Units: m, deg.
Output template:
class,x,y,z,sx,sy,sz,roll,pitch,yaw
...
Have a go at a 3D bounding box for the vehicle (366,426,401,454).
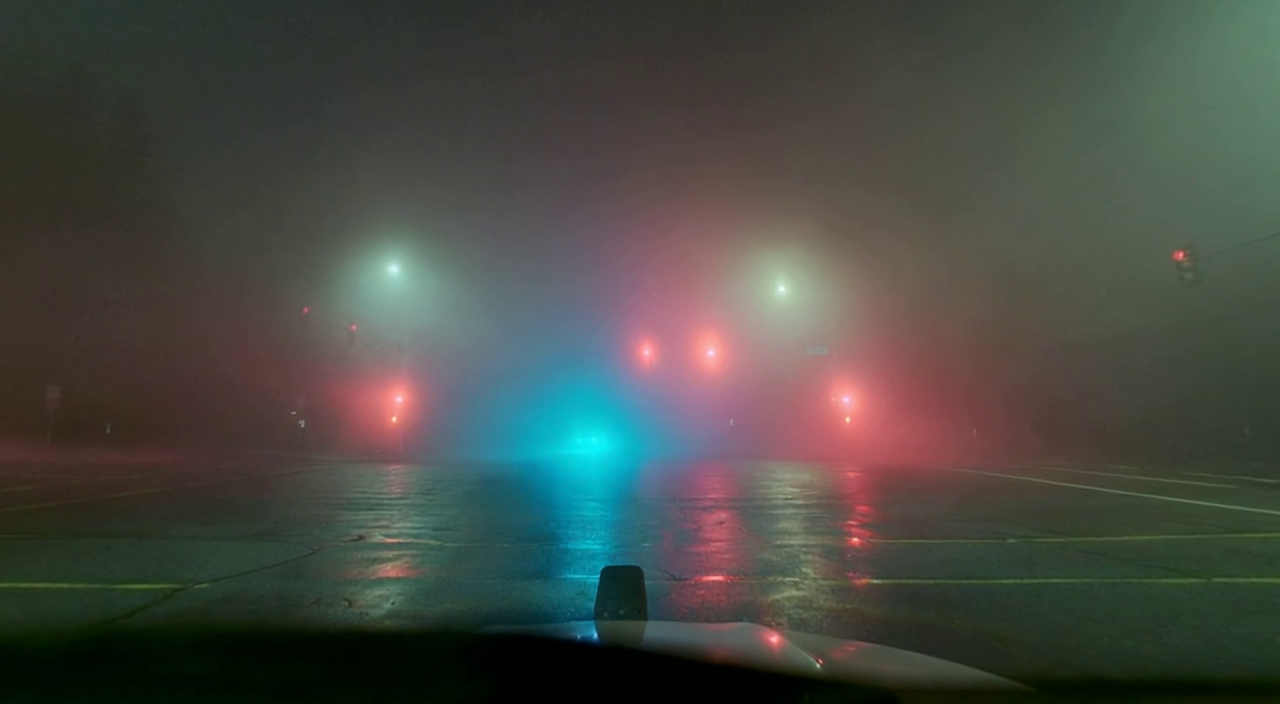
class,x,y,z,sx,sy,sz,roll,pitch,yaw
vehicle,-19.981,6.859,48.903,1.873,2.079,2.879,6,-10,-34
